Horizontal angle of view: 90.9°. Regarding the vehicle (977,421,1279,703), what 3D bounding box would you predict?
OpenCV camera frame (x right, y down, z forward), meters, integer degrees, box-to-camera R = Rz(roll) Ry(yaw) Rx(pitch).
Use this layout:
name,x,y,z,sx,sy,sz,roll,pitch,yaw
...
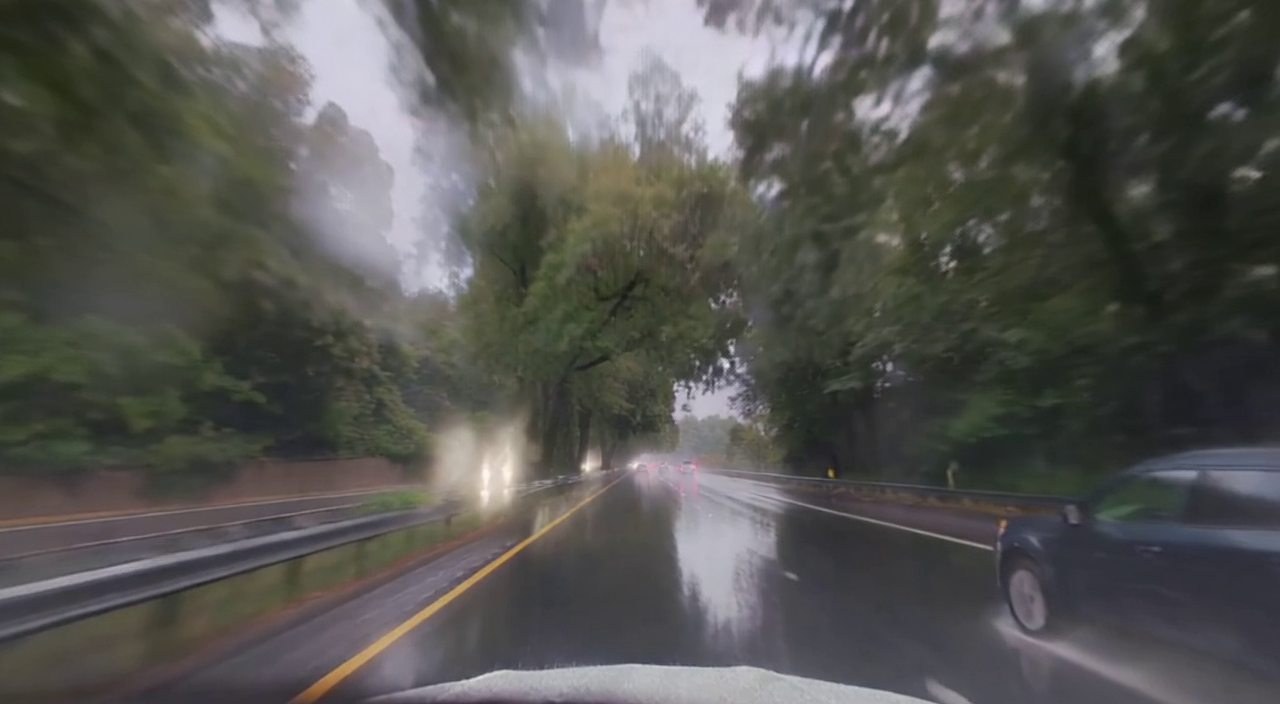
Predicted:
name,x,y,z,sx,sy,sz,roll,pitch,yaw
vehicle,3.677,1.139,3.110,1.825,1.494,3.959,1,-10,0

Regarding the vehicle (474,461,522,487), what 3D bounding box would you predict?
name,x,y,z,sx,sy,sz,roll,pitch,yaw
vehicle,-8.605,7.452,38.531,1.924,1.440,3.945,1,-10,1
